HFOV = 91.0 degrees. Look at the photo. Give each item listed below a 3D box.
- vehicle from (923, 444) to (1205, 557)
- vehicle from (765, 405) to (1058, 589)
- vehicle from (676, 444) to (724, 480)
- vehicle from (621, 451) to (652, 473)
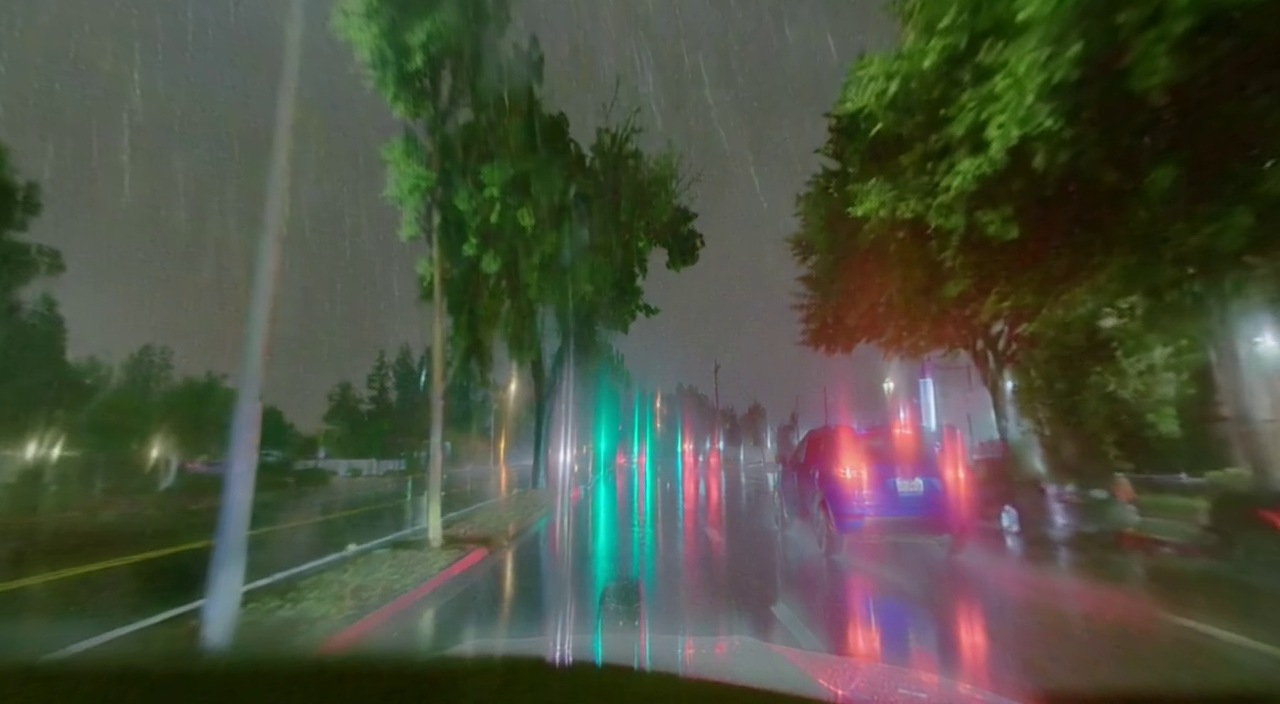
[{"bbox_3d":[7.225,2.525,11.506,1.901,1.620,4.565,0,-9,-1],"label":"vehicle"},{"bbox_3d":[3.222,1.827,8.708,2.033,1.865,4.360,0,-9,-1],"label":"vehicle"},{"bbox_3d":[3.206,6.030,34.844,2.085,1.828,5.383,0,-9,0],"label":"vehicle"},{"bbox_3d":[-0.234,7.731,44.566,2.131,1.474,4.146,0,-9,0],"label":"vehicle"}]
